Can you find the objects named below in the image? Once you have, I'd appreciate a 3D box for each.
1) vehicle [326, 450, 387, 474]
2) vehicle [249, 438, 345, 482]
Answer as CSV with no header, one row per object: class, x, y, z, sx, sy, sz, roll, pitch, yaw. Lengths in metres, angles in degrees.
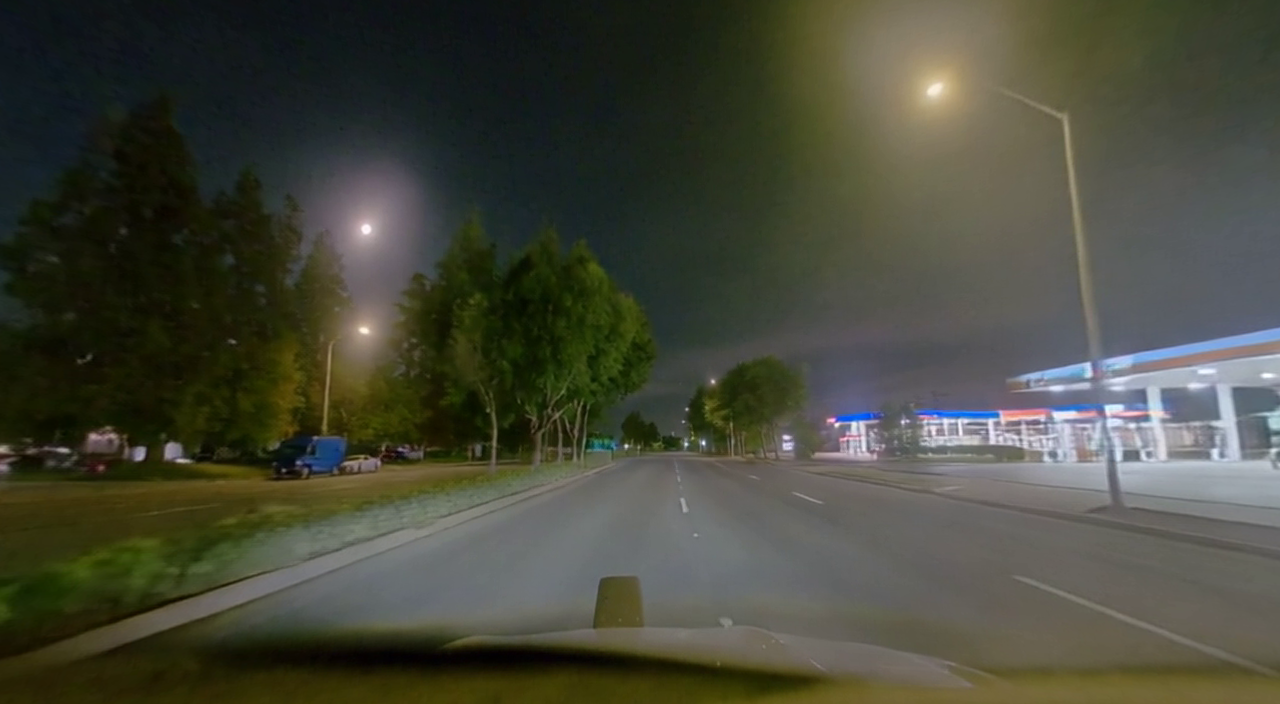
vehicle,-18.545,7.203,41.491,1.829,1.462,4.463,0,-9,1
vehicle,-18.889,5.929,35.183,2.216,2.161,5.522,-3,-8,0
